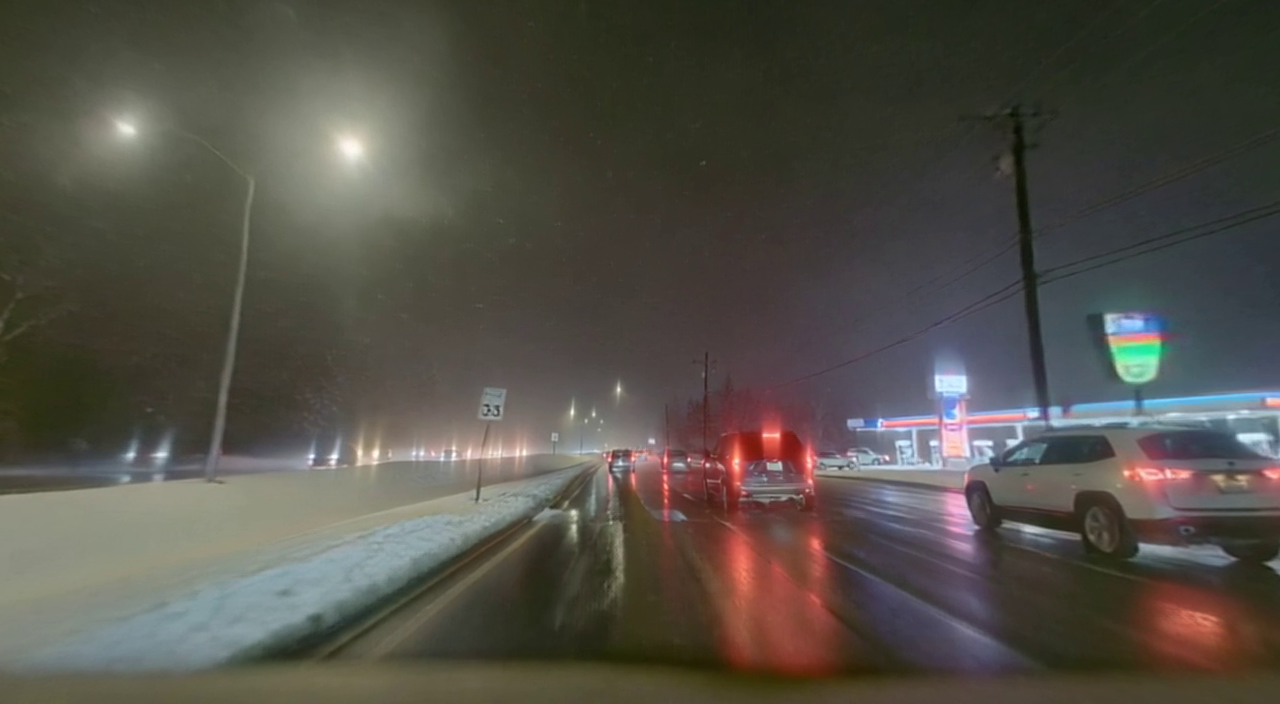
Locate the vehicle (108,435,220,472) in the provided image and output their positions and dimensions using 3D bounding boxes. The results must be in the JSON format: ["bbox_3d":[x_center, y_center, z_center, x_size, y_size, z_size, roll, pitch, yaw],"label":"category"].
[{"bbox_3d":[-22.504,4.806,30.049,1.872,1.620,4.343,0,-8,1],"label":"vehicle"}]

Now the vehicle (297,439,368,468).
[{"bbox_3d":[-19.020,6.297,39.234,2.081,1.654,4.576,0,-8,0],"label":"vehicle"}]

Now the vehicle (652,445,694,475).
[{"bbox_3d":[1.862,6.201,36.598,2.012,1.612,4.114,0,-8,-3],"label":"vehicle"}]

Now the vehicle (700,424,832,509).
[{"bbox_3d":[2.928,2.792,15.864,2.184,1.777,4.712,0,-8,-2],"label":"vehicle"}]

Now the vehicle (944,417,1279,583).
[{"bbox_3d":[6.103,1.760,8.365,1.881,1.604,4.289,0,-8,-1],"label":"vehicle"}]

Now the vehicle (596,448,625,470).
[{"bbox_3d":[-2.184,8.037,47.623,2.107,1.527,4.174,0,-8,-2],"label":"vehicle"}]
